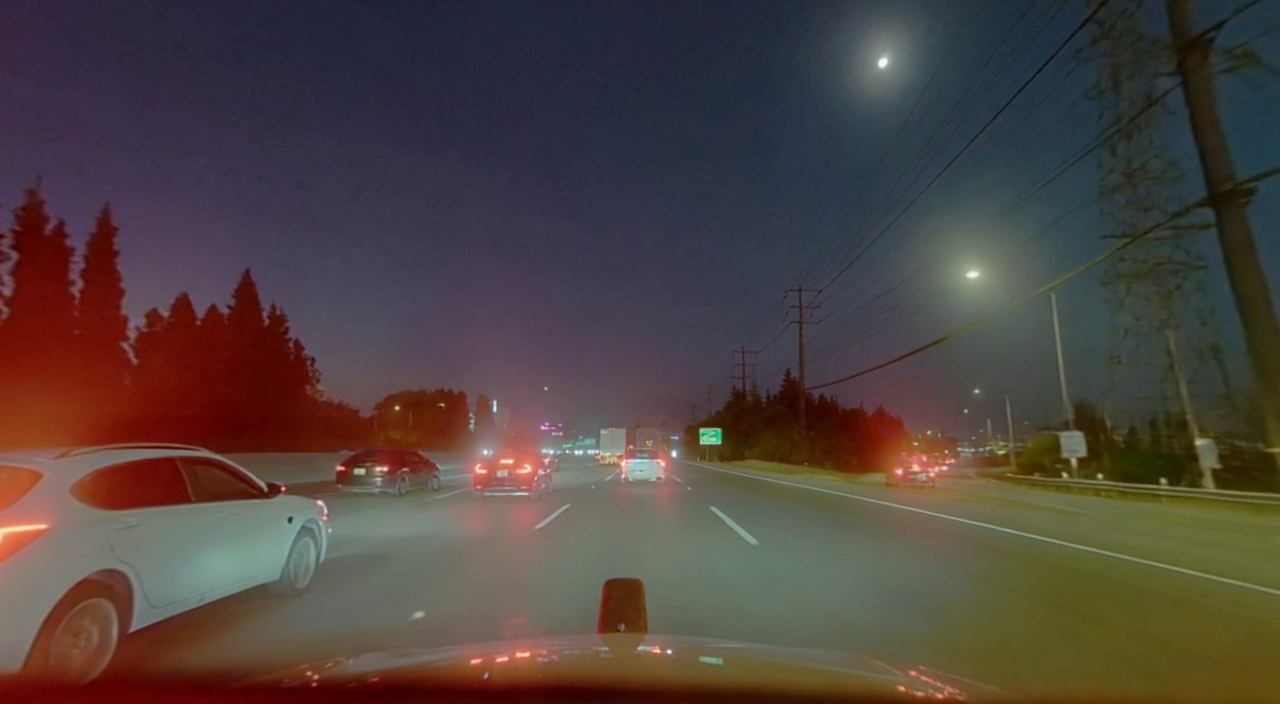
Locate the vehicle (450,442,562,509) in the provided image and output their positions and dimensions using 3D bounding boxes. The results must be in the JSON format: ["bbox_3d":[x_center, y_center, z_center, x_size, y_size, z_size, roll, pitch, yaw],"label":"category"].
[{"bbox_3d":[-3.254,3.078,16.188,1.912,1.464,4.115,0,-9,1],"label":"vehicle"}]

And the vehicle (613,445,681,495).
[{"bbox_3d":[0.180,3.873,21.186,2.018,1.470,4.491,0,-9,-1],"label":"vehicle"}]

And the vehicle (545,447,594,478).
[{"bbox_3d":[-3.496,5.562,32.041,2.013,1.437,3.801,0,-9,0],"label":"vehicle"}]

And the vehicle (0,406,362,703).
[{"bbox_3d":[-3.645,1.163,3.823,1.883,1.500,4.373,0,-9,1],"label":"vehicle"}]

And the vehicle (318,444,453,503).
[{"bbox_3d":[-7.046,3.389,18.065,1.867,1.445,4.499,0,-9,2],"label":"vehicle"}]
